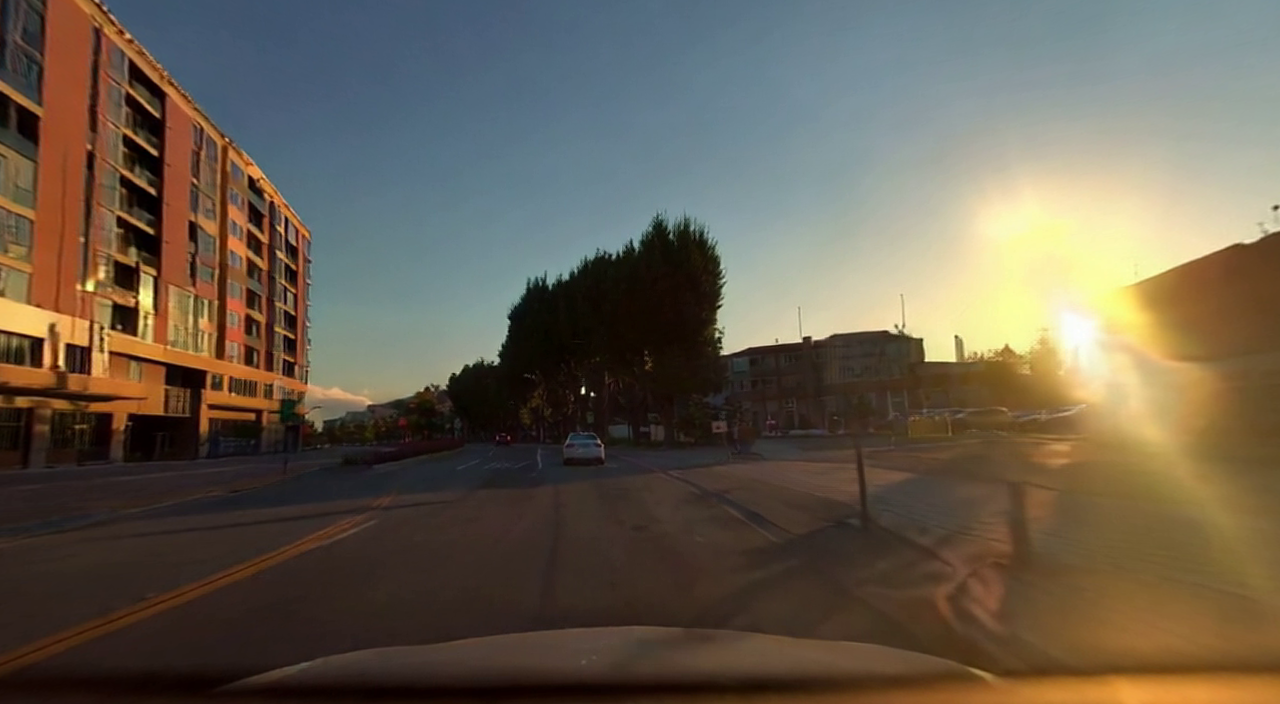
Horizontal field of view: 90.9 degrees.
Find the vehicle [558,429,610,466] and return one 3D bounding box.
[{"bbox_3d":[-2.685,4.393,29.211,2.231,1.572,4.227,1,-8,-7],"label":"vehicle"}]
